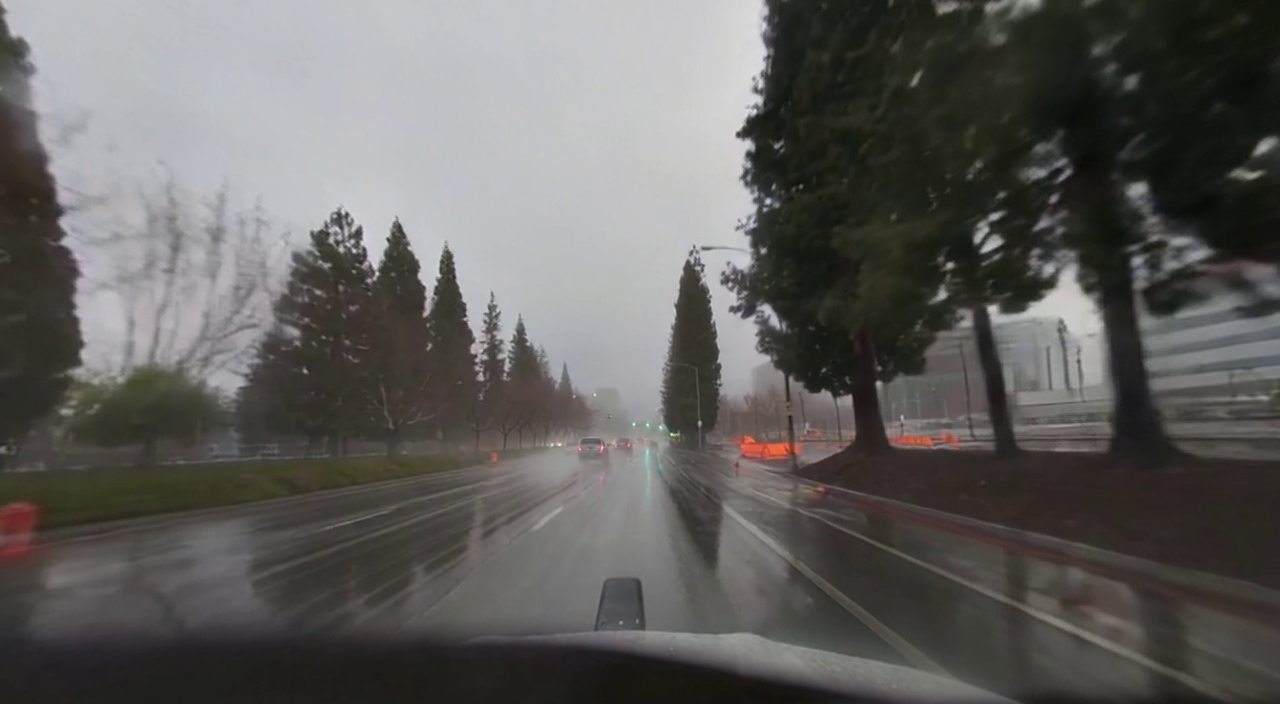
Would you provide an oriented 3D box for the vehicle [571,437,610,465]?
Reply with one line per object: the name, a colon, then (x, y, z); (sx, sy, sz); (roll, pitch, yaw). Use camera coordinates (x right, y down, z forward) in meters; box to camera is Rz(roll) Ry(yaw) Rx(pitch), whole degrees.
vehicle: (-3.128, 6.361, 40.783); (2.121, 1.654, 3.993); (0, -8, 0)
